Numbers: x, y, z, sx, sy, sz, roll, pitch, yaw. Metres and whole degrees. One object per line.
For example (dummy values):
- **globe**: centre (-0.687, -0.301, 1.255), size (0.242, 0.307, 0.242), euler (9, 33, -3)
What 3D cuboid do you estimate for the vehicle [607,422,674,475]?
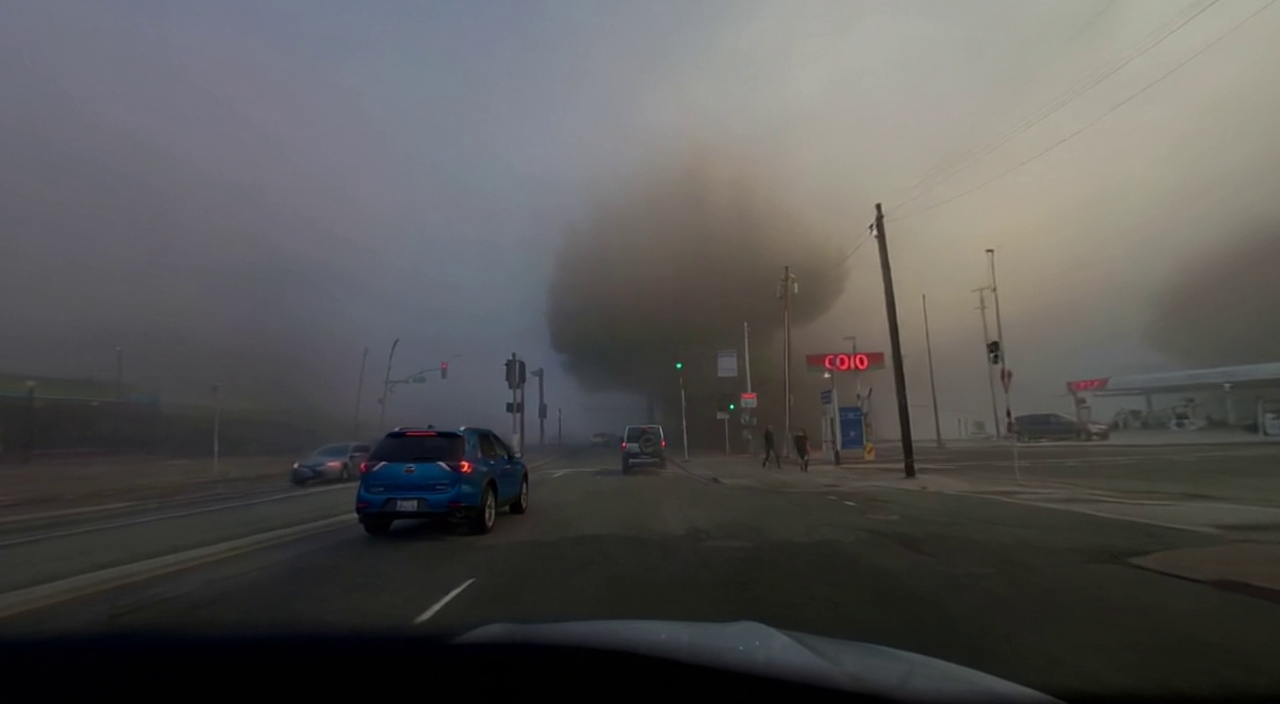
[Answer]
- **vehicle**: centre (-0.065, 4.099, 26.914), size (2.552, 1.999, 5.498), euler (0, -8, -2)

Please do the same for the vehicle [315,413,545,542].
- **vehicle**: centre (-3.233, 2.075, 11.062), size (2.247, 1.734, 4.919), euler (0, -8, 1)
